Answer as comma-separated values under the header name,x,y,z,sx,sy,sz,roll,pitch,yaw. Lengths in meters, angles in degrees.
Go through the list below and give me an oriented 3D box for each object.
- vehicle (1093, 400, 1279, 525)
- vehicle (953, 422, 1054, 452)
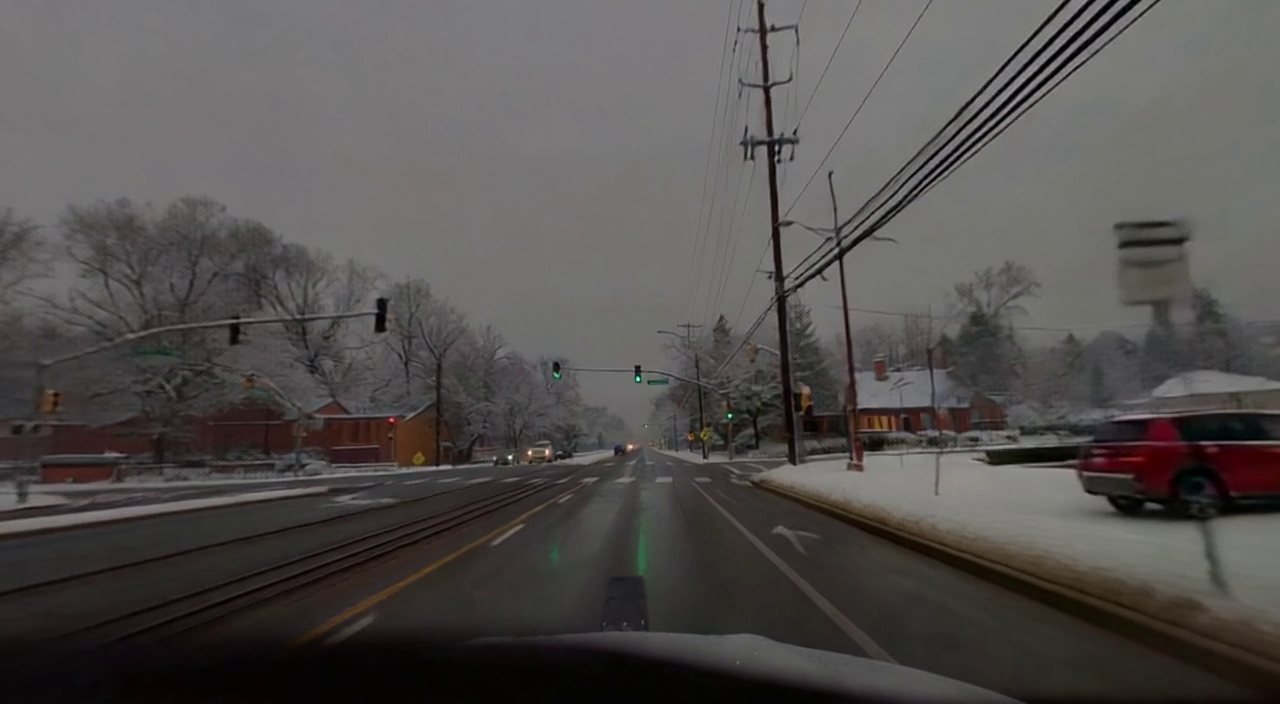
name,x,y,z,sx,sy,sz,roll,pitch,yaw
vehicle,10.410,1.713,10.040,4.765,1.738,2.101,0,-8,-2
vehicle,26.739,6.338,46.712,2.370,2.038,6.186,3,-9,-22
